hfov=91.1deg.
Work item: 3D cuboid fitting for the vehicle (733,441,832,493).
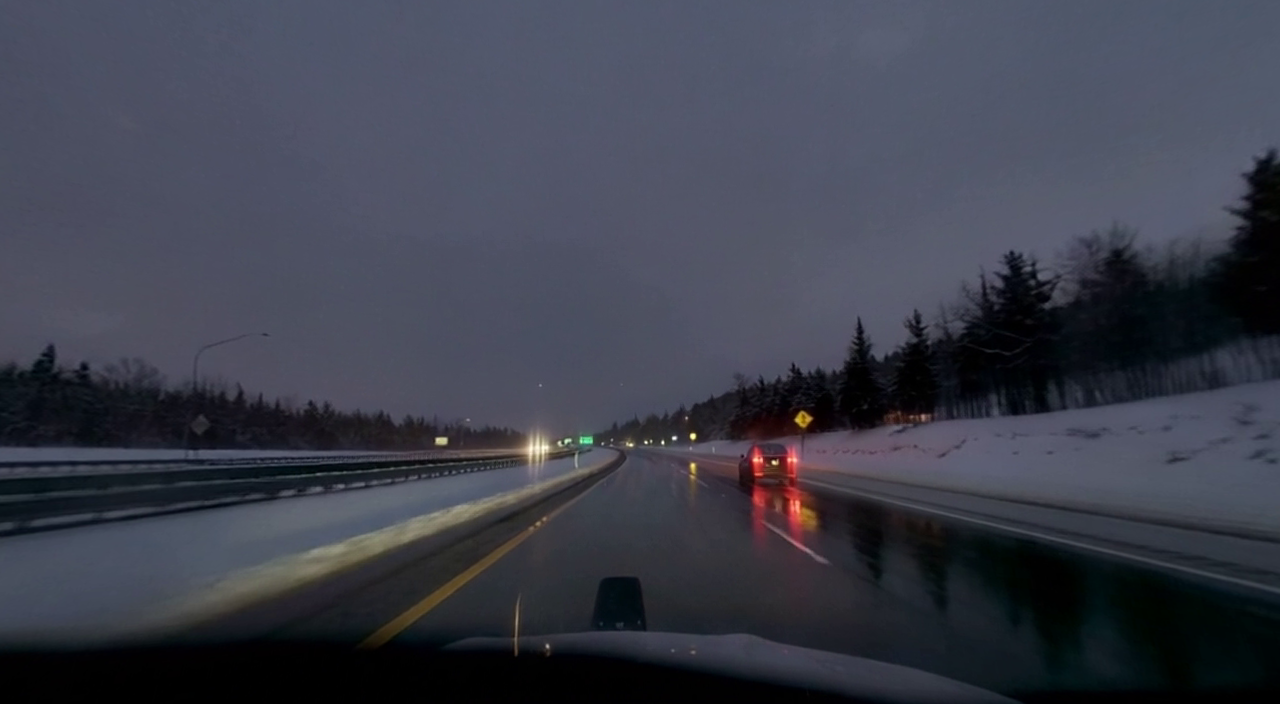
[{"bbox_3d":[4.269,3.506,19.616,2.124,1.405,4.398,0,-8,1],"label":"vehicle"}]
